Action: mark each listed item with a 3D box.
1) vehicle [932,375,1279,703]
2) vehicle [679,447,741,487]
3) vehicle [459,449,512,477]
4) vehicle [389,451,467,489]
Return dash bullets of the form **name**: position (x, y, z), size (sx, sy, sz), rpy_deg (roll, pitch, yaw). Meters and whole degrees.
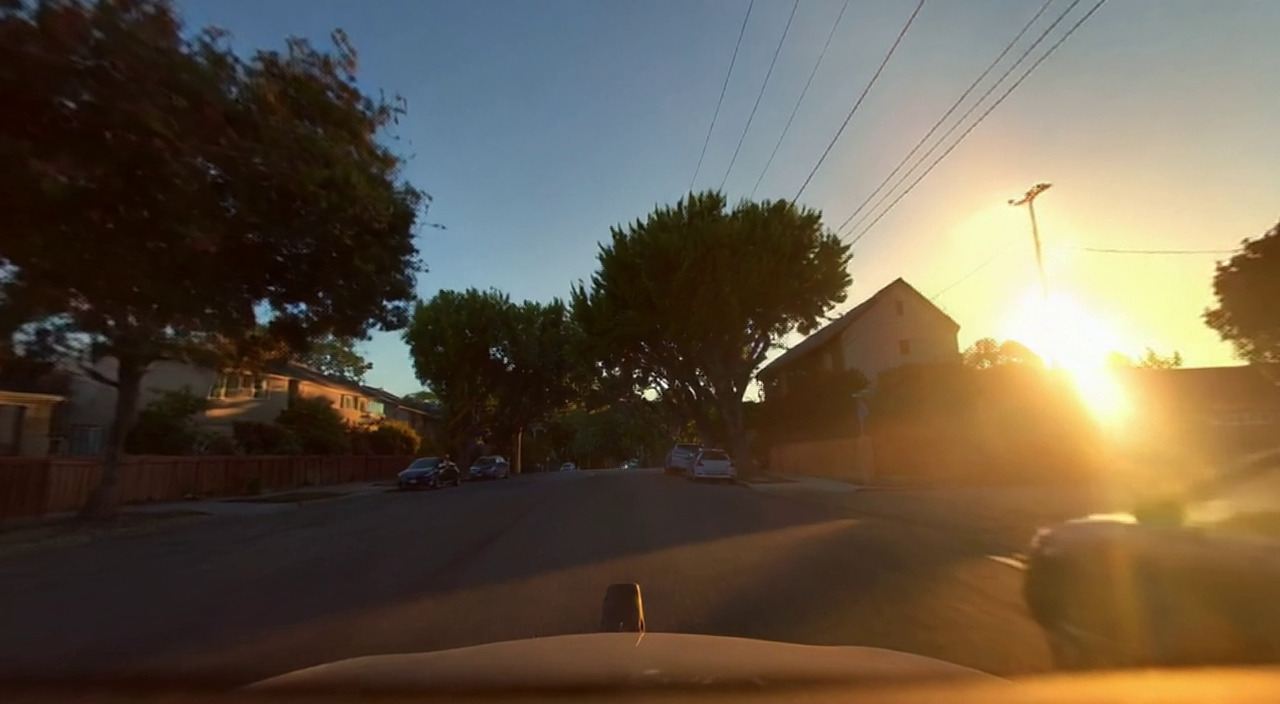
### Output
- **vehicle**: position (3.042, 0.884, 2.314), size (1.995, 1.521, 4.006), rpy_deg (0, -9, 0)
- **vehicle**: position (2.879, 4.815, 26.818), size (1.927, 1.529, 4.144), rpy_deg (0, -9, -3)
- **vehicle**: position (-9.226, 6.635, 38.097), size (2.027, 1.584, 4.476), rpy_deg (0, -9, 1)
- **vehicle**: position (-8.855, 4.958, 26.846), size (1.937, 1.427, 4.510), rpy_deg (0, -9, -3)
